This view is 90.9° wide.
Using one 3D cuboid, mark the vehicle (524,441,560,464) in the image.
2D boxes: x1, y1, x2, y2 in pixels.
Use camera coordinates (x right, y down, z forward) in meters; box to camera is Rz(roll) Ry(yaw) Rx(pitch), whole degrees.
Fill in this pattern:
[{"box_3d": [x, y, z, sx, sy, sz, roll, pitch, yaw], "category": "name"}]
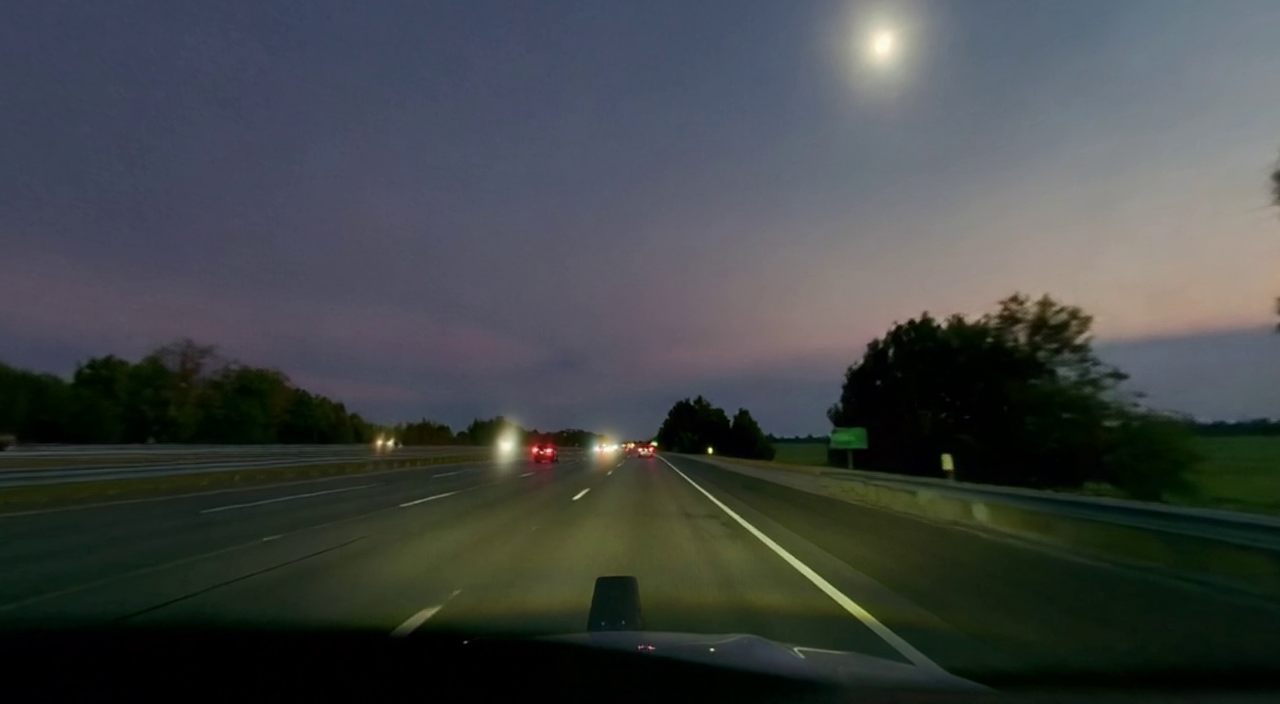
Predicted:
[{"box_3d": [-7.197, 7.424, 46.813, 1.972, 1.603, 3.891, 0, -8, 1], "category": "vehicle"}]
